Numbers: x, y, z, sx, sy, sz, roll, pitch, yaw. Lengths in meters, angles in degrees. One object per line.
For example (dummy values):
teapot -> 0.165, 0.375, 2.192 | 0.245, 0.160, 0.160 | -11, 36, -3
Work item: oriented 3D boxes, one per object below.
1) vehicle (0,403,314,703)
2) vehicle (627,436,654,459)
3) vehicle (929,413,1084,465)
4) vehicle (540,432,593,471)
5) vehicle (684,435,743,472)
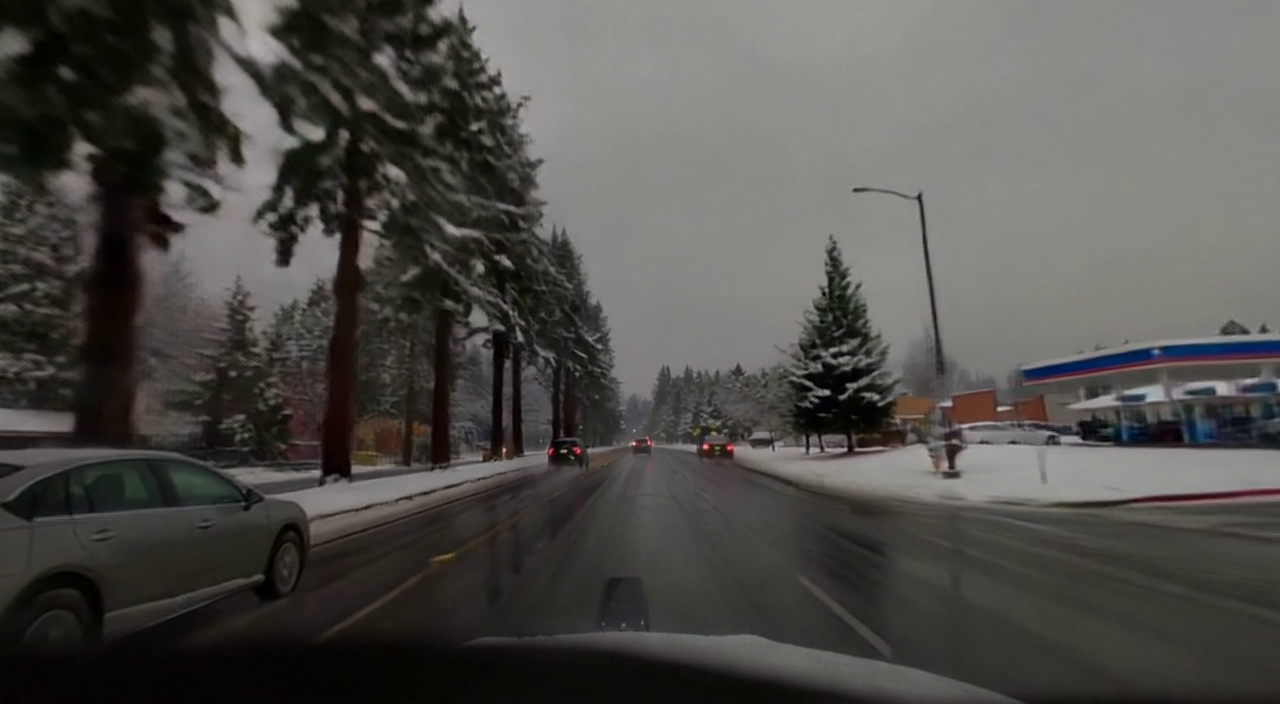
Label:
vehicle -> -4.080, 1.068, 3.290 | 1.988, 1.530, 5.155 | -1, -8, 0
vehicle -> 0.049, 7.147, 47.322 | 1.922, 1.579, 3.642 | -1, -8, 0
vehicle -> 13.957, 3.391, 24.372 | 2.097, 1.779, 4.720 | 3, -9, -23
vehicle -> -3.613, 4.959, 31.634 | 2.051, 1.747, 4.370 | -1, -8, 1
vehicle -> 3.203, 4.560, 28.440 | 2.010, 1.486, 4.498 | -1, -8, -1
